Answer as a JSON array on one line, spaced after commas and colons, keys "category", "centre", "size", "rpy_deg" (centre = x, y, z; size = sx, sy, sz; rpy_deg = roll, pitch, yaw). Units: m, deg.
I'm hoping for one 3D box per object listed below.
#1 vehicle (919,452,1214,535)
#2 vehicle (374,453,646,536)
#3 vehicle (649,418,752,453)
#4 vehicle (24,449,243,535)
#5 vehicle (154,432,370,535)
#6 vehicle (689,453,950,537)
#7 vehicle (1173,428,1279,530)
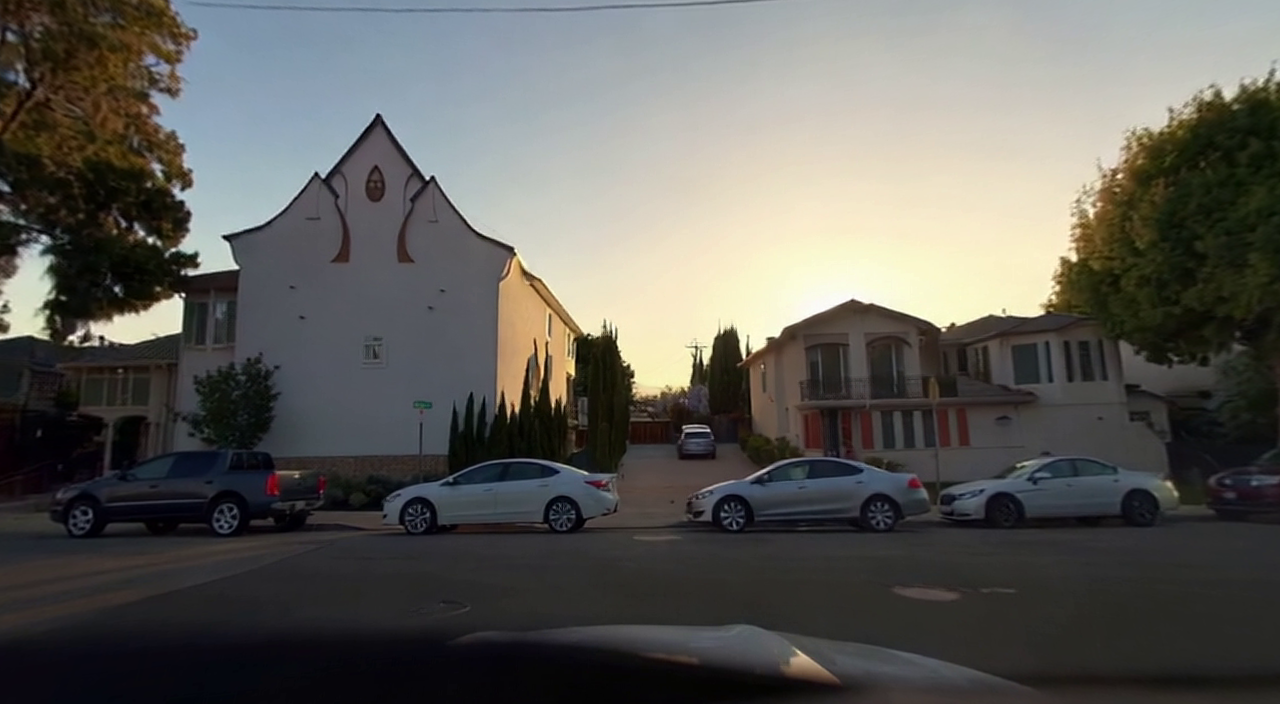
[{"category": "vehicle", "centre": [8.507, 2.829, 12.836], "size": [4.785, 1.471, 1.798], "rpy_deg": [1, -8, -3]}, {"category": "vehicle", "centre": [-2.421, 2.814, 12.749], "size": [5.075, 1.436, 1.863], "rpy_deg": [1, -8, 1]}, {"category": "vehicle", "centre": [2.715, 3.855, 28.946], "size": [4.565, 1.479, 1.775], "rpy_deg": [1, -8, -1]}, {"category": "vehicle", "centre": [-11.410, 3.104, 14.639], "size": [1.827, 1.648, 4.030], "rpy_deg": [1, -8, -3]}, {"category": "vehicle", "centre": [-8.420, 2.906, 14.677], "size": [2.046, 1.969, 4.585], "rpy_deg": [0, -8, 2]}, {"category": "vehicle", "centre": [3.365, 2.783, 12.557], "size": [4.663, 1.452, 1.801], "rpy_deg": [1, -8, 1]}, {"category": "vehicle", "centre": [14.676, 2.662, 13.348], "size": [4.513, 1.970, 2.512], "rpy_deg": [1, -8, -3]}]
